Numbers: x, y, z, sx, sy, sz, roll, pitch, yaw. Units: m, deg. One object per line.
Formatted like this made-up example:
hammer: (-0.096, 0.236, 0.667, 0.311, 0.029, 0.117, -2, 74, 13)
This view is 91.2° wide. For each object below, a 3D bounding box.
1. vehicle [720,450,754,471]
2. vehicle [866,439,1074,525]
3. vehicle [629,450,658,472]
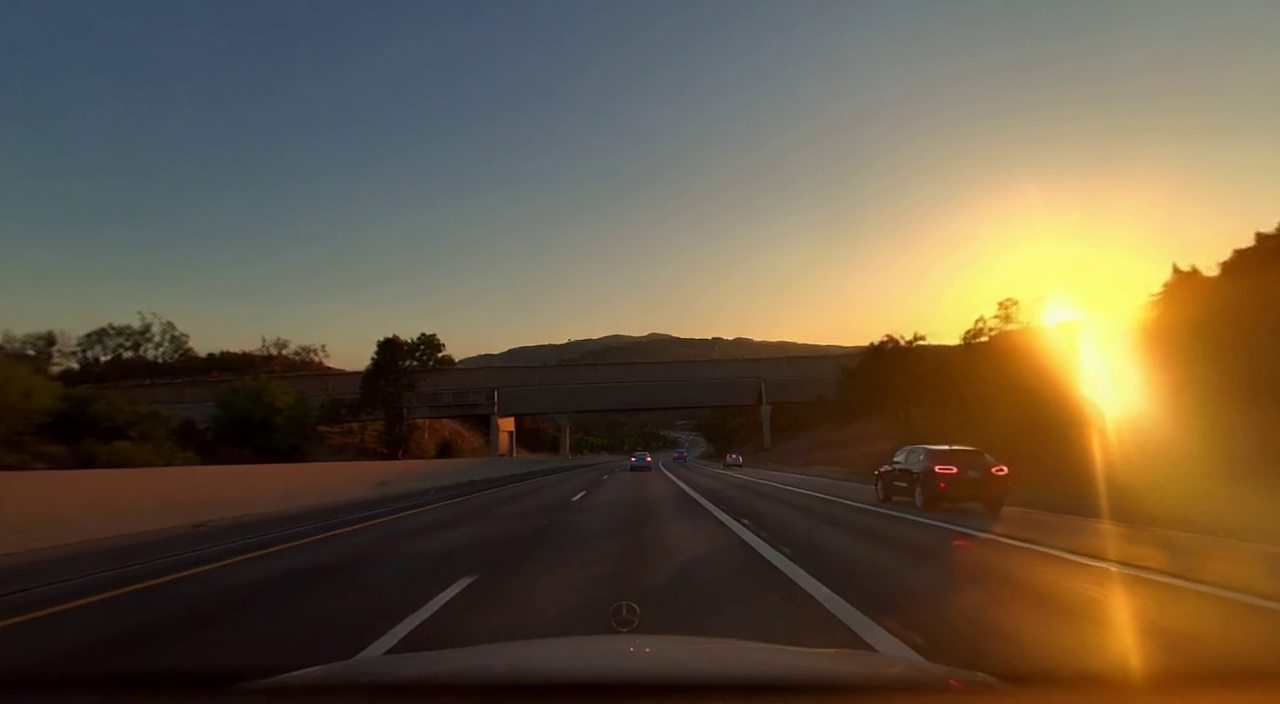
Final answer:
vehicle: (7.280, 8.189, 47.495, 1.941, 1.485, 3.701, 0, -9, -1)
vehicle: (6.838, 2.726, 13.732, 2.008, 1.533, 4.592, 0, -9, -1)
vehicle: (0.235, 7.981, 45.972, 2.025, 1.526, 4.181, 0, -9, 1)
